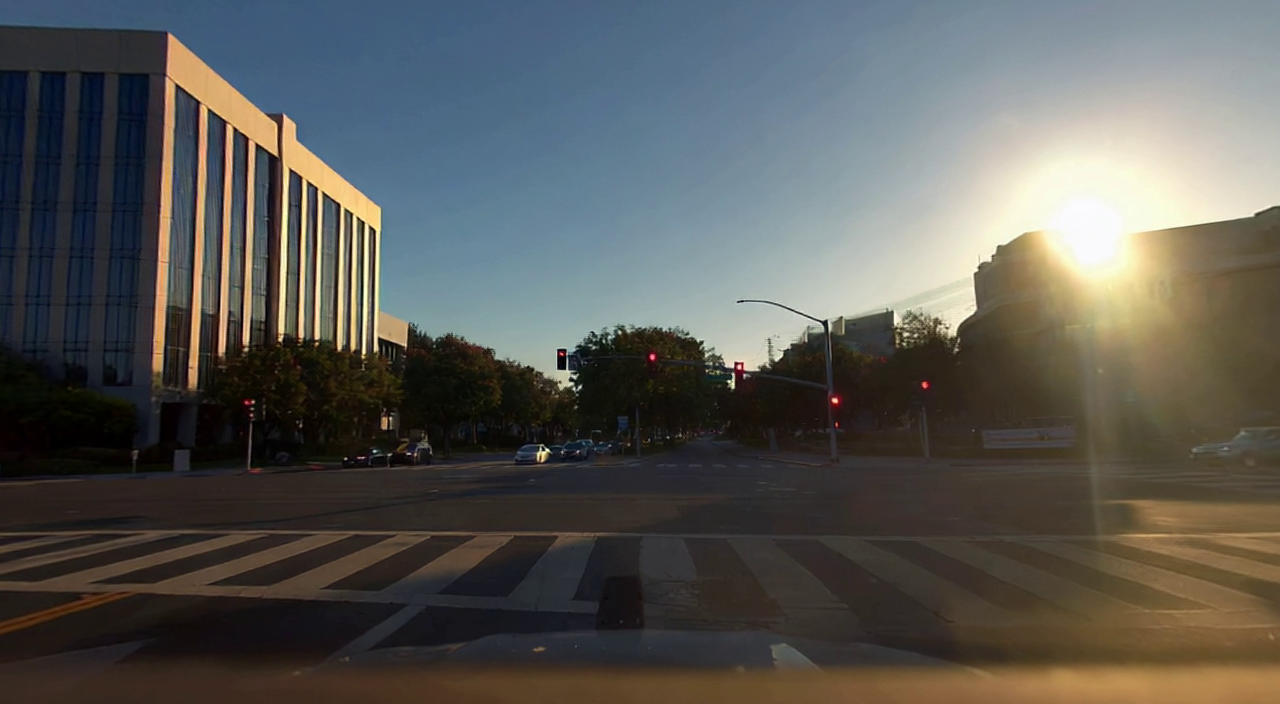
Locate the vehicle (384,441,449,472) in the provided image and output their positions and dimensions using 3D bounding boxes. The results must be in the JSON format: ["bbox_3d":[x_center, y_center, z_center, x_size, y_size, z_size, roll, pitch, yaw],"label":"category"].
[{"bbox_3d":[-15.144,7.127,43.249,2.340,1.946,5.450,-1,-9,1],"label":"vehicle"}]

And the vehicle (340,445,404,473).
[{"bbox_3d":[-18.555,7.418,44.094,2.237,1.842,5.116,0,-9,0],"label":"vehicle"}]

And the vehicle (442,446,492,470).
[{"bbox_3d":[-11.651,7.152,42.820,2.003,1.476,4.297,-1,-9,2],"label":"vehicle"}]

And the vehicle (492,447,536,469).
[{"bbox_3d":[-8.088,6.824,40.829,1.910,1.288,4.093,-1,-9,1],"label":"vehicle"}]

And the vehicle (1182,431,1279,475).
[{"bbox_3d":[22.315,3.564,22.373,4.474,1.477,1.908,0,-9,-3],"label":"vehicle"}]

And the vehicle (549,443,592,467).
[{"bbox_3d":[-4.510,6.742,41.669,2.109,1.461,4.637,-1,-9,2],"label":"vehicle"}]
